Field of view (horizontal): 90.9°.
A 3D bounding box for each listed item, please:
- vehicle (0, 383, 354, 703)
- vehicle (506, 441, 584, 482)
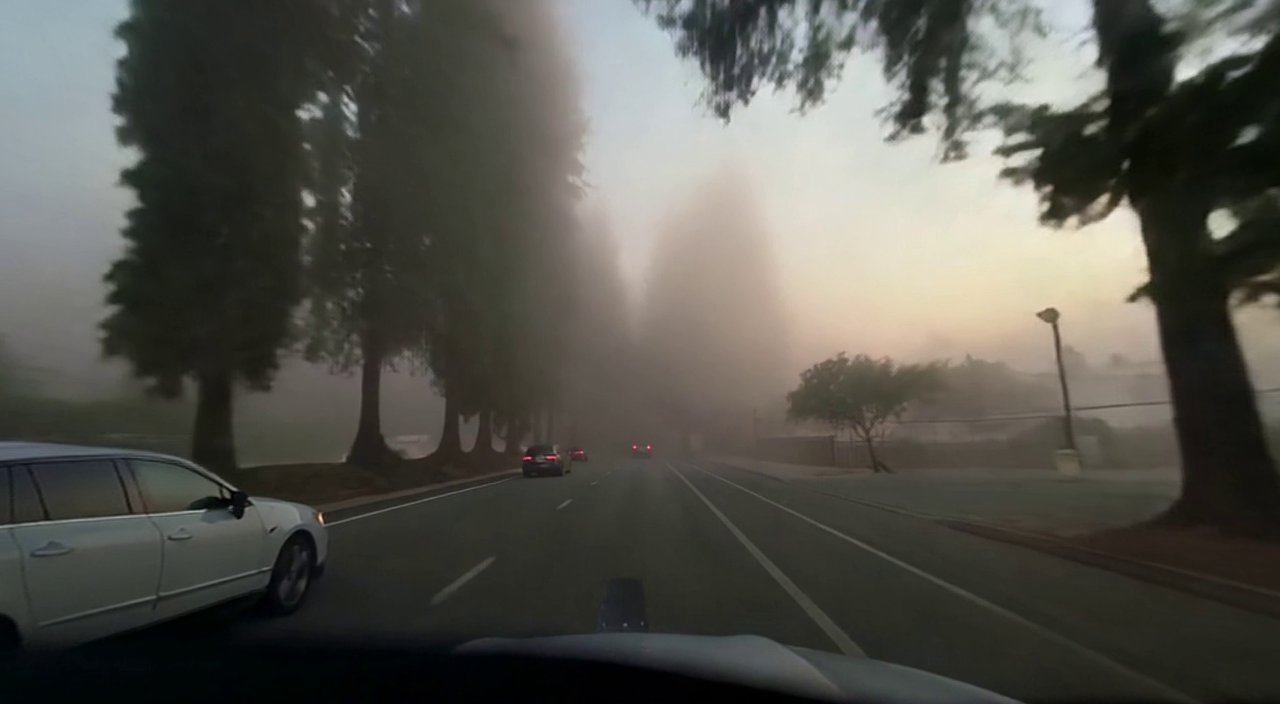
[{"bbox_3d":[-4.132,1.085,4.018,2.190,1.545,4.943,0,-9,1],"label":"vehicle"},{"bbox_3d":[-3.671,4.345,25.335,2.188,1.473,4.651,-1,-9,3],"label":"vehicle"}]
